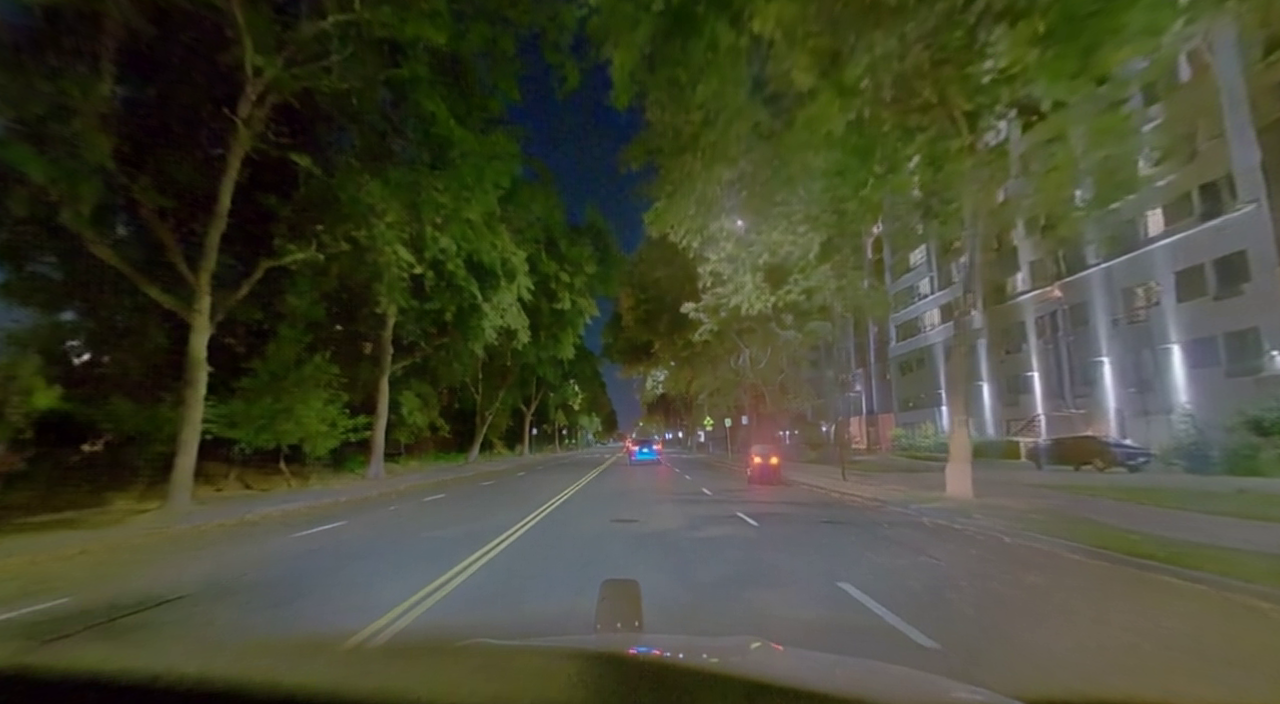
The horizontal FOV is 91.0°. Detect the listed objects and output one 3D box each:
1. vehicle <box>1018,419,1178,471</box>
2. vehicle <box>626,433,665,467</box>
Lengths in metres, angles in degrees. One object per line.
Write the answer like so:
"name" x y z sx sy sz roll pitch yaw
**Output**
"vehicle" 17.204 3.526 23.855 4.237 1.819 2.245 0 -9 0
"vehicle" 0.274 5.293 34.119 1.981 1.703 3.691 0 -8 0
